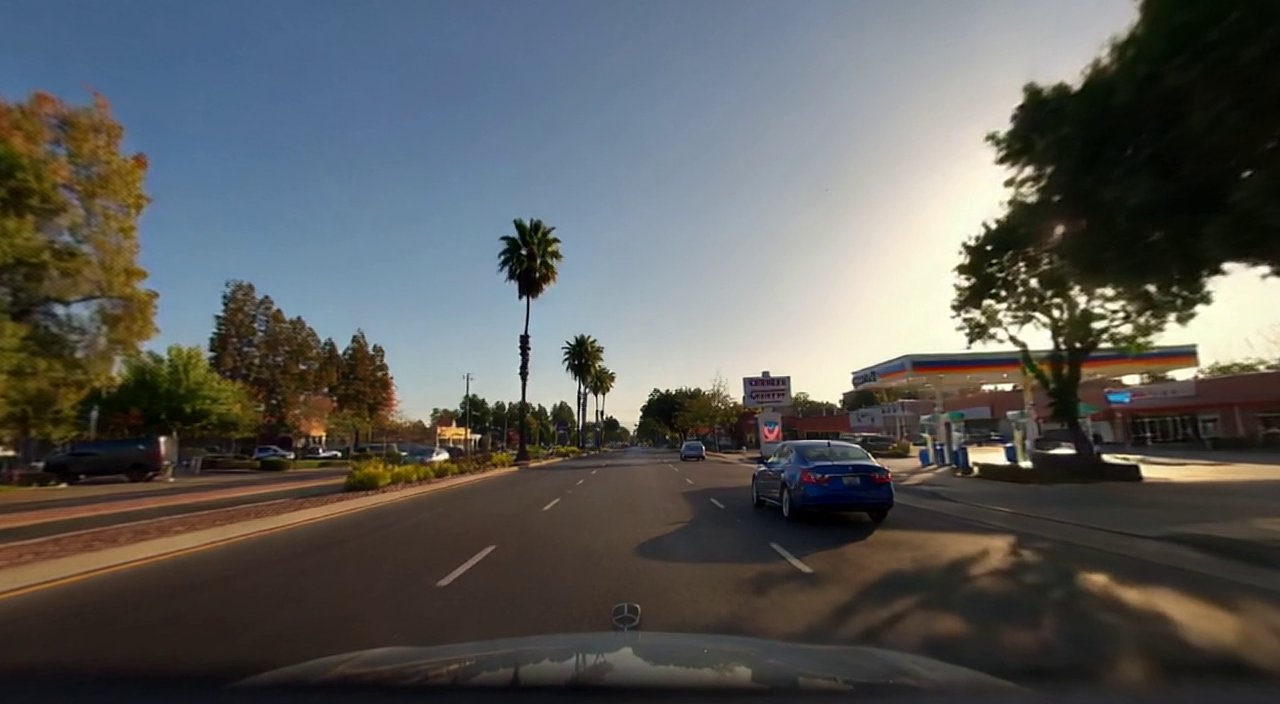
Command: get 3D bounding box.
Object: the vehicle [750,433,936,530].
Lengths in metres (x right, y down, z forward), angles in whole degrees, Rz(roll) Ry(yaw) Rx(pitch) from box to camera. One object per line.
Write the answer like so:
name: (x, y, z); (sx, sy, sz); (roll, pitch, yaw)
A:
vehicle: (3.458, 2.270, 11.737); (1.978, 1.442, 4.262); (0, -8, -1)
